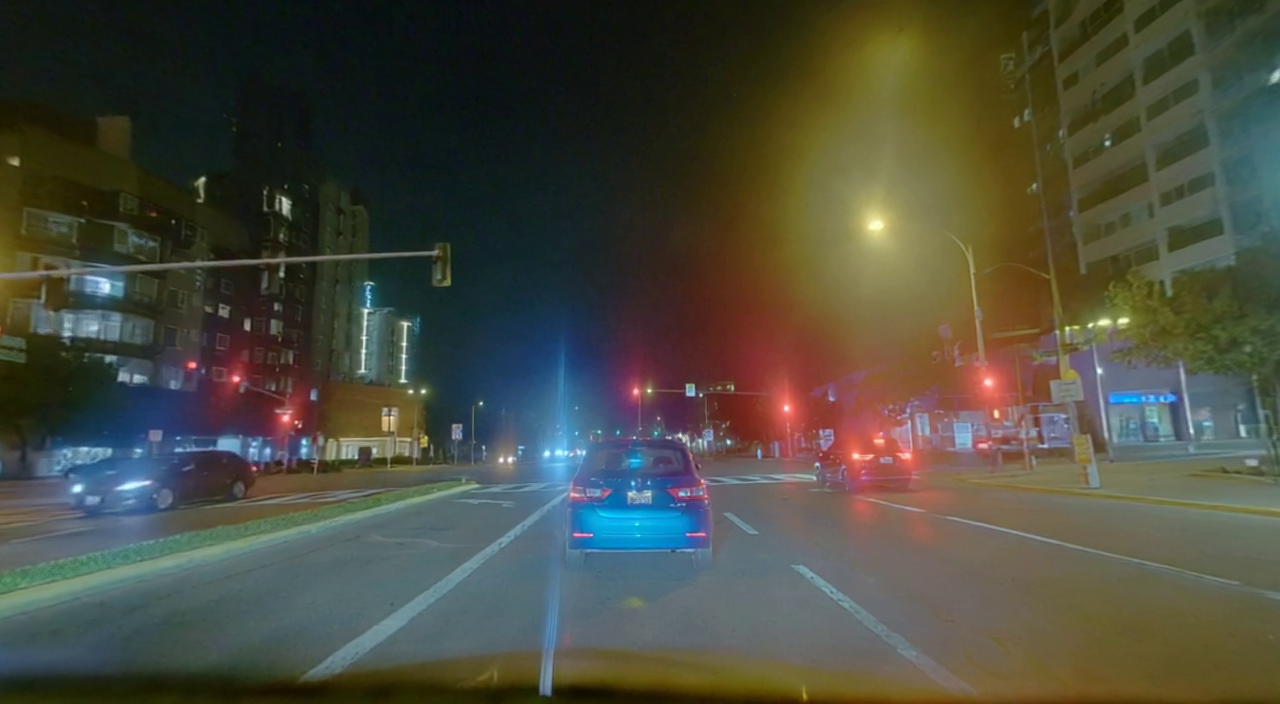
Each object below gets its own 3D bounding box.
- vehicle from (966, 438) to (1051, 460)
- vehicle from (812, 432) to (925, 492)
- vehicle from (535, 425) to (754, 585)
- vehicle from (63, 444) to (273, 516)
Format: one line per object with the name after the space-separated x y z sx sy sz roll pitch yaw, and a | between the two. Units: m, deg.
25.503 6.720 43.829 4.563 1.454 2.056 0 -8 -2 | vehicle
7.061 3.434 20.072 2.039 1.692 4.319 0 -8 1 | vehicle
-0.017 1.764 8.149 2.070 1.488 4.206 0 -8 -2 | vehicle
-12.740 3.431 17.565 2.097 1.710 4.649 -1 -9 3 | vehicle
